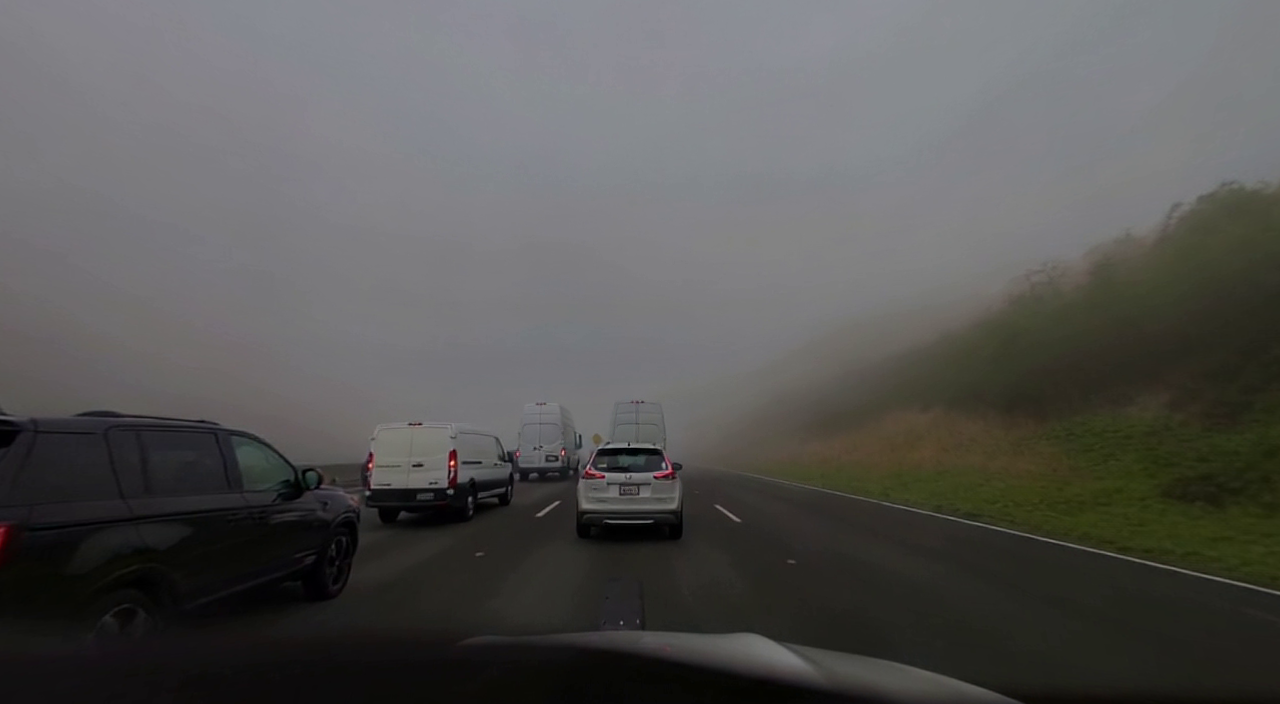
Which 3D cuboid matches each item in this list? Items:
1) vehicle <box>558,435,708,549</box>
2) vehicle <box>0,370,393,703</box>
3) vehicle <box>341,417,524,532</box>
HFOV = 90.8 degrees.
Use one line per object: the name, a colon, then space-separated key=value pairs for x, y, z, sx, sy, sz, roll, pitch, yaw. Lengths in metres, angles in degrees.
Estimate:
vehicle: x=-0.095 y=2.137 z=10.175 sx=1.995 sy=1.495 sz=3.380 roll=0 pitch=-9 yaw=0
vehicle: x=-3.665 y=1.208 z=4.452 sx=2.029 sy=1.656 sz=4.437 roll=0 pitch=-9 yaw=0
vehicle: x=-3.930 y=2.422 z=12.990 sx=2.055 sy=1.913 sz=4.584 roll=-1 pitch=-9 yaw=2
